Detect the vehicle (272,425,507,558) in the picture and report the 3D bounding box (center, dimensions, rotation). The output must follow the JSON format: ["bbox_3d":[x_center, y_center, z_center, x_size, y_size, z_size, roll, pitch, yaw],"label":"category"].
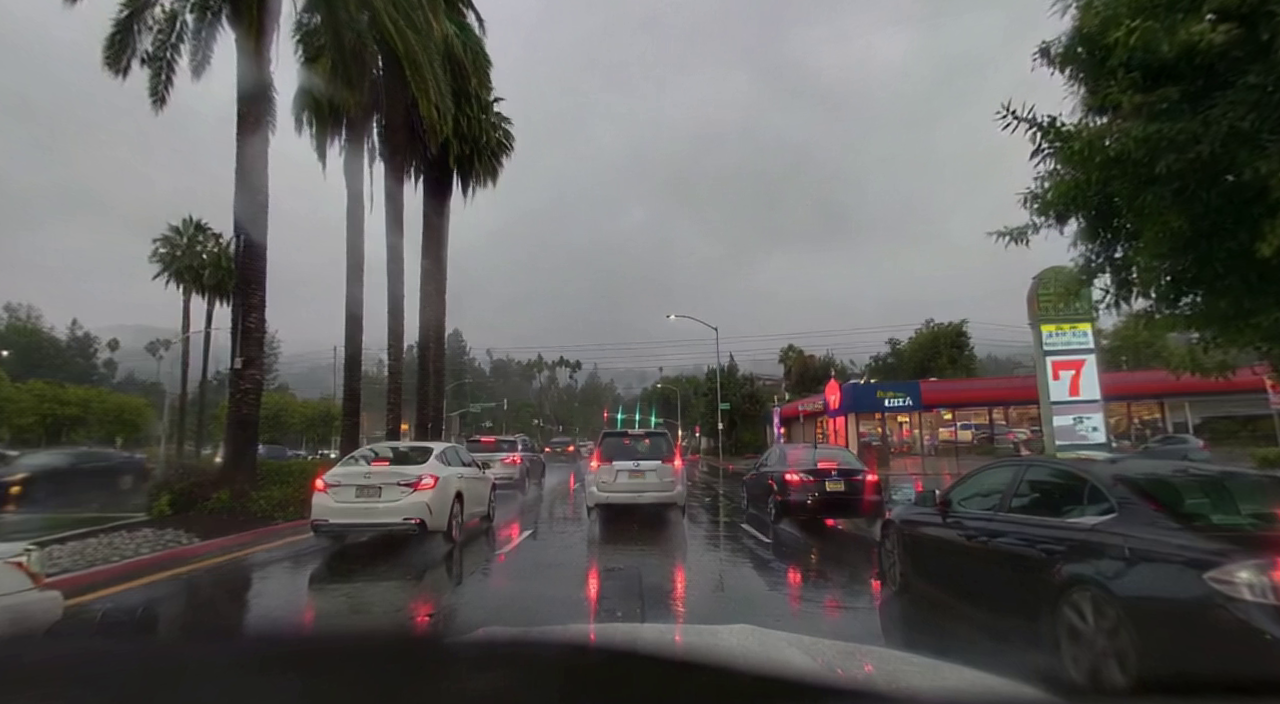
[{"bbox_3d":[-3.329,1.914,9.382,1.864,1.505,4.202,0,-8,-2],"label":"vehicle"}]

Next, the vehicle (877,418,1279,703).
[{"bbox_3d":[3.583,1.314,4.709,1.867,1.448,4.436,0,-8,0],"label":"vehicle"}]

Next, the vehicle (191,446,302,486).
[{"bbox_3d":[-16.301,4.712,26.404,1.813,1.480,4.486,0,-8,-1],"label":"vehicle"}]

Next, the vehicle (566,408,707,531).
[{"bbox_3d":[-0.105,2.122,11.895,2.164,1.867,4.254,0,-8,-1],"label":"vehicle"}]

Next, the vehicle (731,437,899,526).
[{"bbox_3d":[3.281,2.514,12.932,1.977,1.480,4.589,0,-8,-2],"label":"vehicle"}]

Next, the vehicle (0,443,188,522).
[{"bbox_3d":[-12.871,2.846,14.336,1.892,1.495,4.372,0,-8,0],"label":"vehicle"}]
